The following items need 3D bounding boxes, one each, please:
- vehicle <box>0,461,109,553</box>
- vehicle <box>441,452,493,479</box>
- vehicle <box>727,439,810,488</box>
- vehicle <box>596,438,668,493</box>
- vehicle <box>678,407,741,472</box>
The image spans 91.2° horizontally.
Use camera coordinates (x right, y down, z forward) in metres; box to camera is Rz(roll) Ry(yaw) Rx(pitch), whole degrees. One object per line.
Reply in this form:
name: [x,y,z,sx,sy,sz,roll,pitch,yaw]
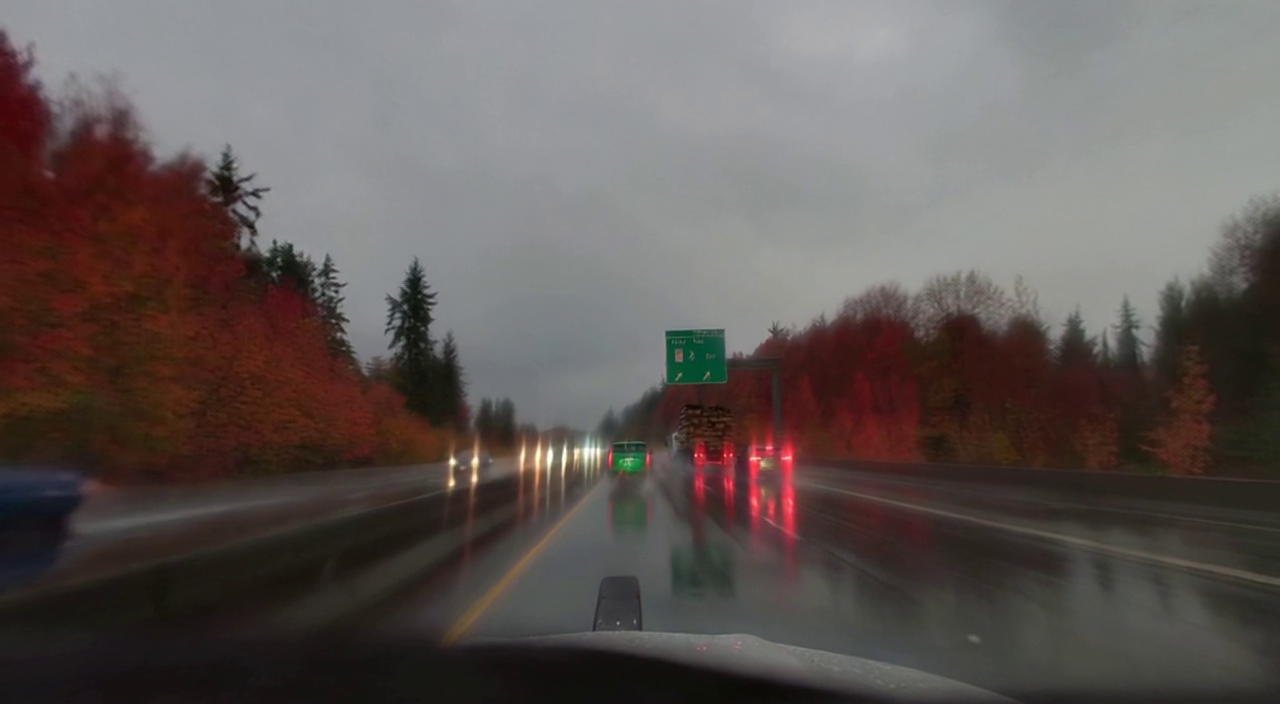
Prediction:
vehicle: [-12.658,2.866,11.444,1.987,1.612,4.522,0,-9,-1]
vehicle: [-12.154,8.014,44.471,2.191,1.683,4.795,-1,-9,2]
vehicle: [4.785,4.229,24.074,2.057,1.660,4.525,0,-9,-2]
vehicle: [-0.293,3.860,21.697,2.263,1.699,3.936,0,-9,-1]
vehicle: [4.538,5.991,42.637,3.125,3.895,8.461,0,-9,-1]
